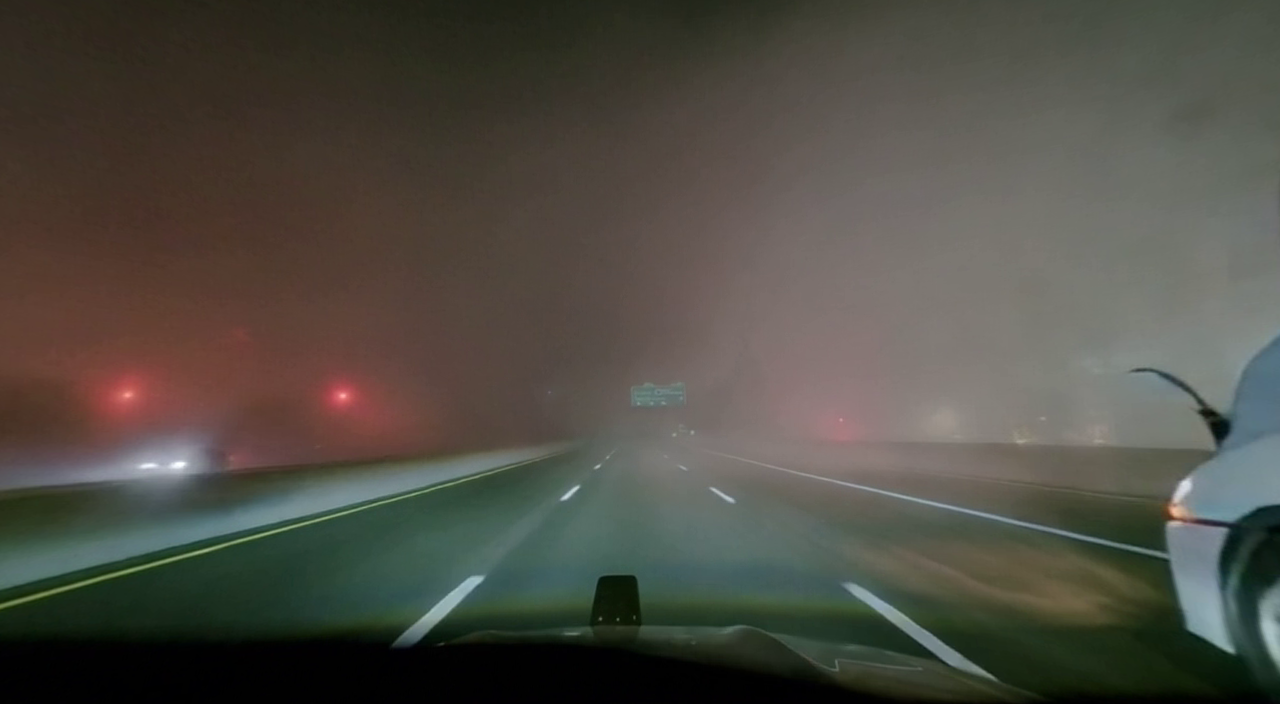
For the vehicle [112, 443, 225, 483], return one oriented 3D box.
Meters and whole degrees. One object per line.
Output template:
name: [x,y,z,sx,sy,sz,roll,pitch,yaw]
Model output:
vehicle: [-21.953,5.136,29.530,1.935,1.659,4.318,0,-8,0]
